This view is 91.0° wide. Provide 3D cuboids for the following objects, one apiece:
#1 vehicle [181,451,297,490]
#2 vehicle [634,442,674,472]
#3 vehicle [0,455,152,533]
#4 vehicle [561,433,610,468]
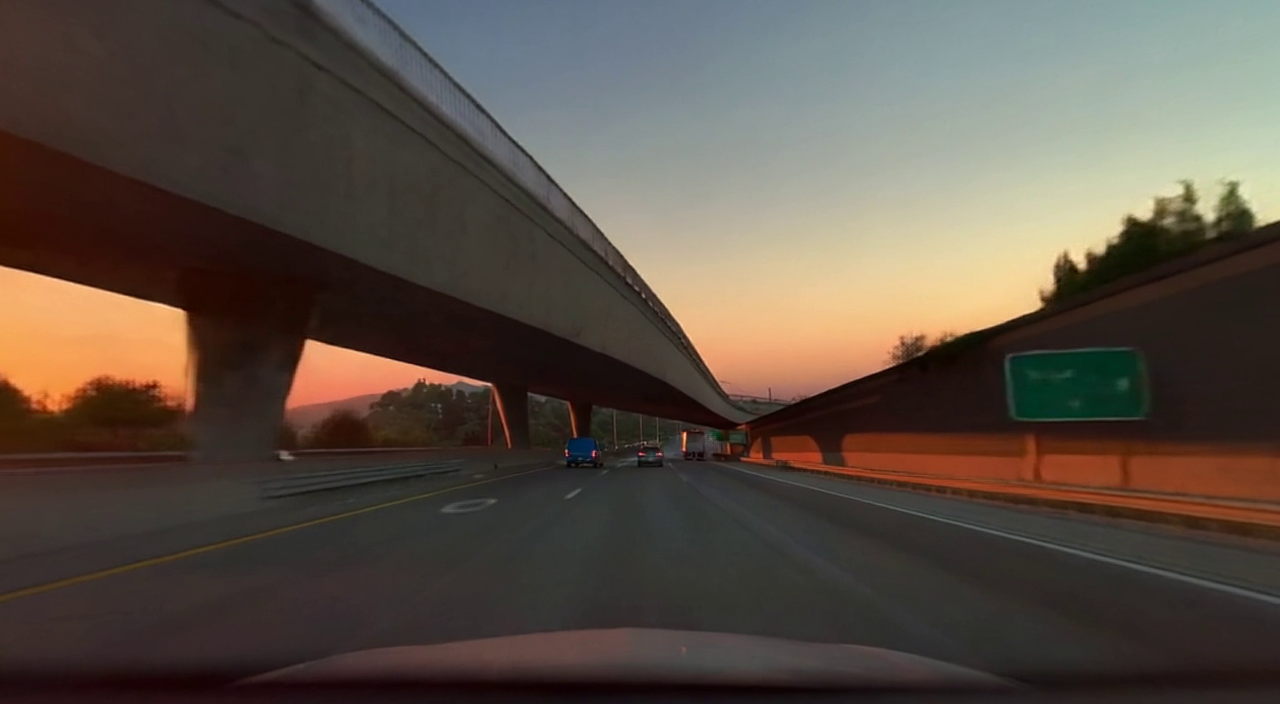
[{"bbox_3d":[-17.702,5.218,28.161,1.950,1.538,4.798,0,-9,1],"label":"vehicle"},{"bbox_3d":[0.772,5.767,34.892,2.086,1.548,4.325,0,-9,1],"label":"vehicle"},{"bbox_3d":[-13.717,3.083,14.049,1.911,1.499,4.586,0,-9,1],"label":"vehicle"},{"bbox_3d":[-3.052,5.714,36.540,2.264,1.901,4.647,0,-9,2],"label":"vehicle"}]
